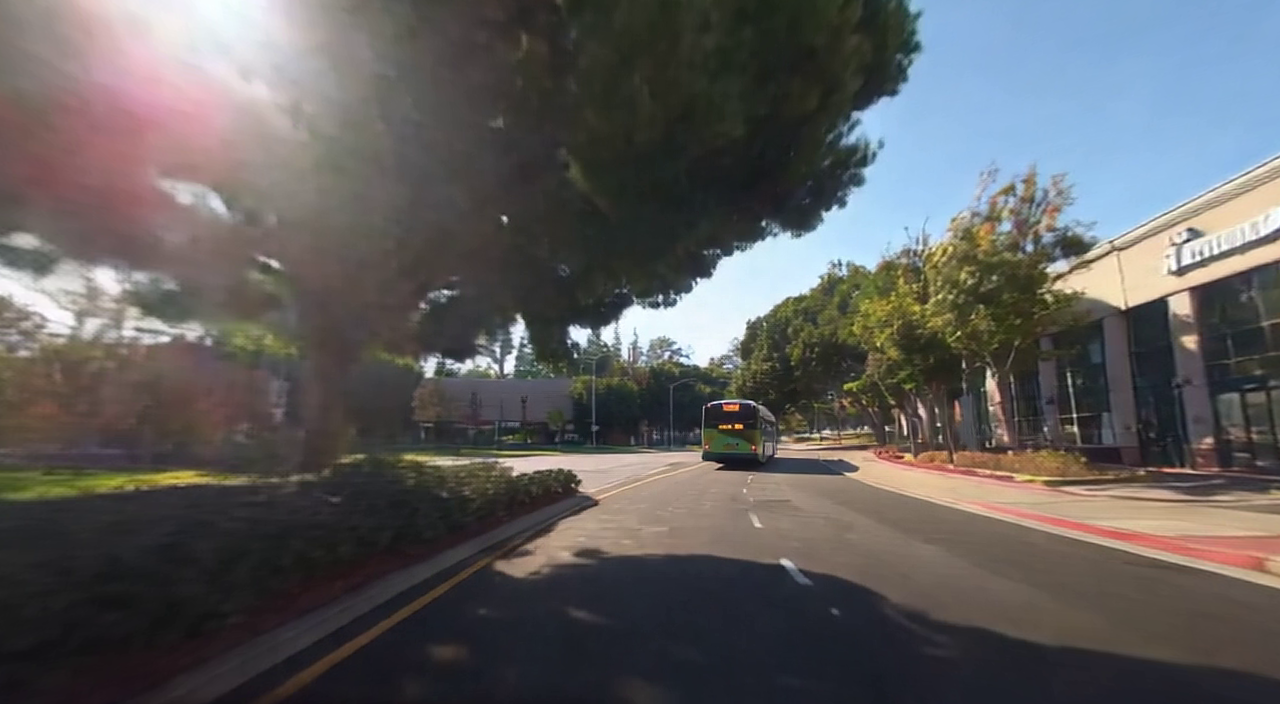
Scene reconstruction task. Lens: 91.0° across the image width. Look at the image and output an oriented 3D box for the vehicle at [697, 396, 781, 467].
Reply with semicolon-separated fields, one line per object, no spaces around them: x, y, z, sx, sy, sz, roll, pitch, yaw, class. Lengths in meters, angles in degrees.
6.026;4.696;36.317;3.031;3.429;11.005;-3;-9;18;vehicle
